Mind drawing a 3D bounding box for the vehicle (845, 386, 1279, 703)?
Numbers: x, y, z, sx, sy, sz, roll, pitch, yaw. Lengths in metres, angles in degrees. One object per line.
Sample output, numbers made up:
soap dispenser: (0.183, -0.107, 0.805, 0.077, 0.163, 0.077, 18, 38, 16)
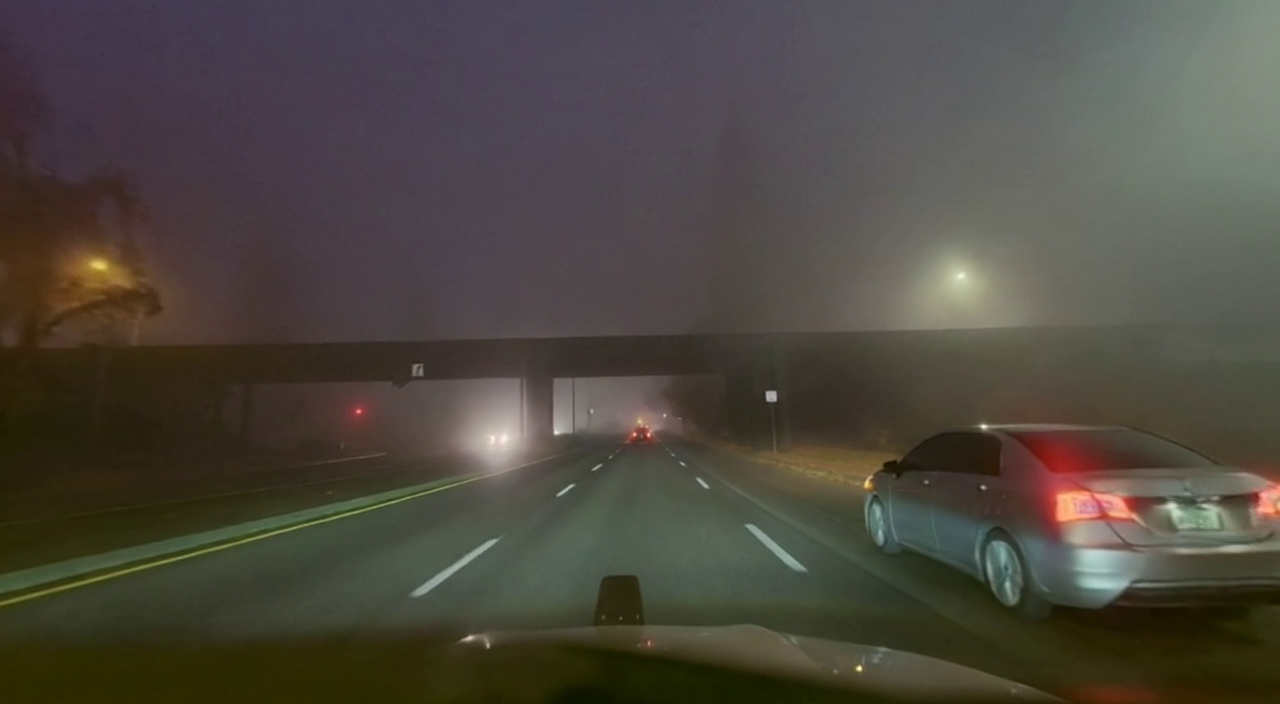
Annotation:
vehicle: (3.510, 1.260, 5.309, 2.063, 1.542, 4.420, 0, -8, 0)
